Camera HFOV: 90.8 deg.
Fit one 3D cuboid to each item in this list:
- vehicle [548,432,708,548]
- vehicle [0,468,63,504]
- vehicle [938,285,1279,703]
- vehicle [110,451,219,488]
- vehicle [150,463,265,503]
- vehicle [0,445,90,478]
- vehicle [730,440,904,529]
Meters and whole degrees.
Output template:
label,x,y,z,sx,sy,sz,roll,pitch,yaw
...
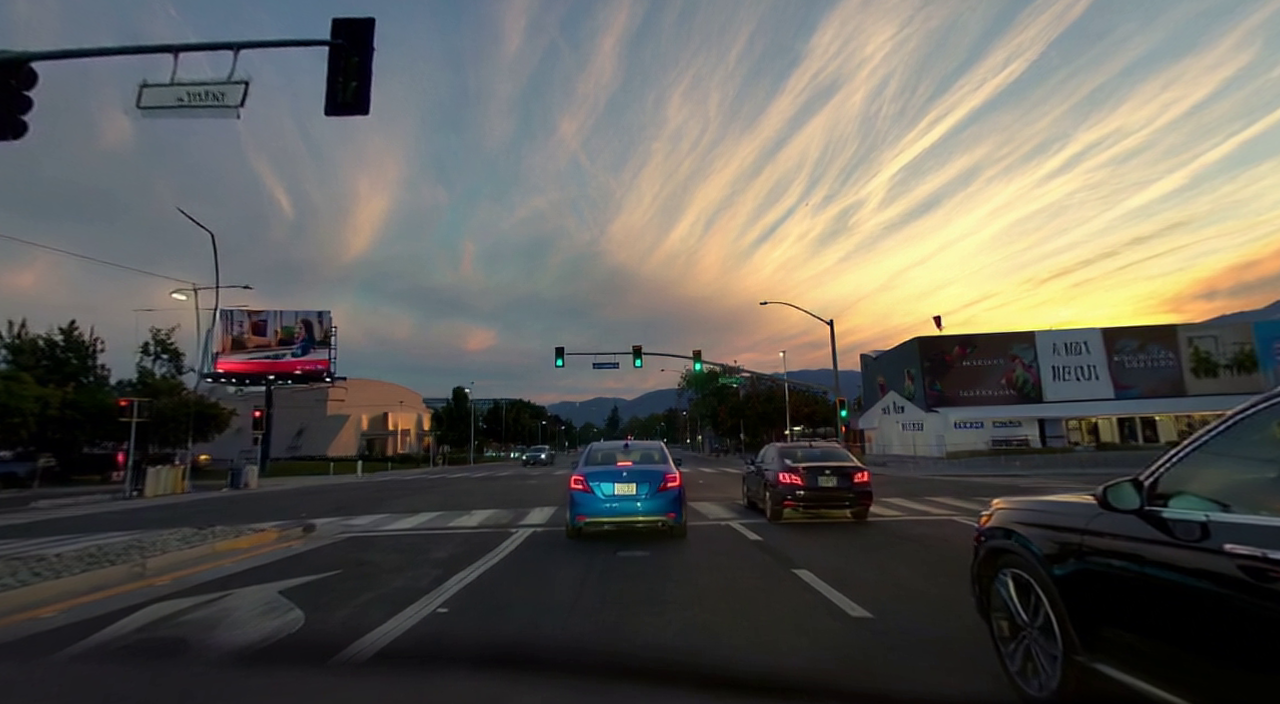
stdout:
label,x,y,z,sx,sy,sz,roll,pitch,yaw
vehicle,-0.177,2.105,10.307,2.095,1.502,3.873,0,-8,-1
vehicle,-28.055,6.102,28.967,1.972,1.433,4.324,8,-12,-39
vehicle,2.990,0.683,1.879,2.047,1.785,4.357,0,-8,0
vehicle,-27.550,6.804,36.875,2.300,1.932,5.056,-1,-9,2
vehicle,-19.130,5.786,28.237,1.942,1.453,4.448,0,-8,0
vehicle,-35.715,6.356,37.022,2.145,1.797,5.198,-1,-8,1
vehicle,3.175,2.466,12.461,2.009,1.414,4.416,0,-8,-2
